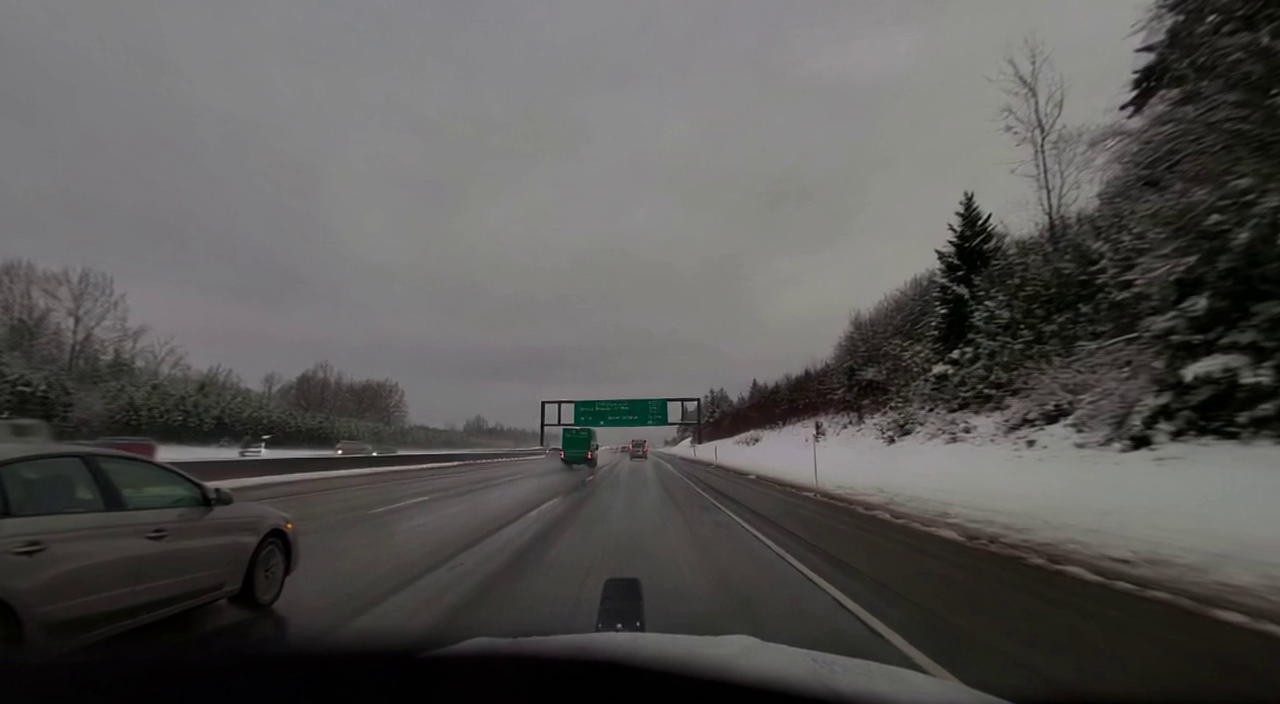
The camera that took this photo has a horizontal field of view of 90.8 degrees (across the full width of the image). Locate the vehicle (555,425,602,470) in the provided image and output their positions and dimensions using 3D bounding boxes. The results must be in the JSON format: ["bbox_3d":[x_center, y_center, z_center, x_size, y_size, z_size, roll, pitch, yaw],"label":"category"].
[{"bbox_3d":[-3.607,5.781,38.087,2.290,2.453,5.561,0,-9,0],"label":"vehicle"}]

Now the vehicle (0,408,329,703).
[{"bbox_3d":[-3.583,1.062,3.270,1.924,1.436,3.915,0,-9,0],"label":"vehicle"}]
